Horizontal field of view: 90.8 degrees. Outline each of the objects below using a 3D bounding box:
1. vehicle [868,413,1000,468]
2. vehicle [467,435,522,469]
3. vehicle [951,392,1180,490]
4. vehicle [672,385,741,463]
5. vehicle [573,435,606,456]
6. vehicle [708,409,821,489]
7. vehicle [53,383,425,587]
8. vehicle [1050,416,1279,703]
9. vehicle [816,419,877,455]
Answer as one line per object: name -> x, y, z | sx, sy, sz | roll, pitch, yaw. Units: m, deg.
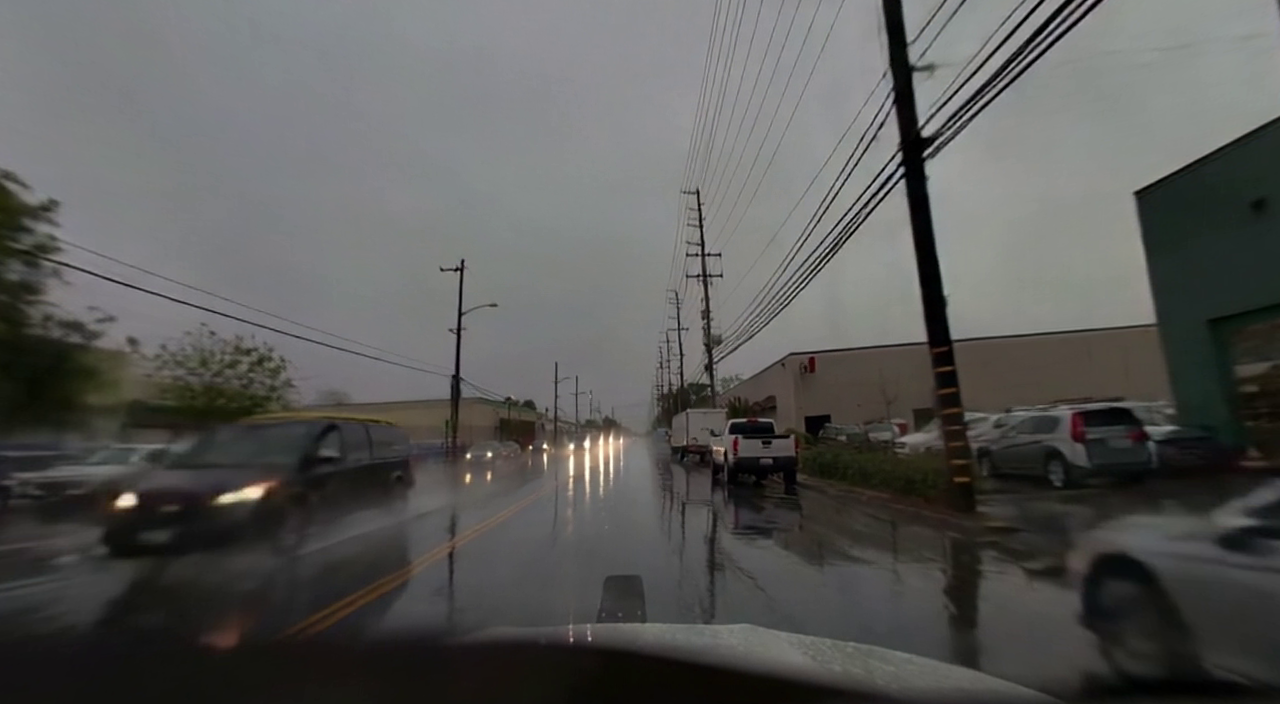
vehicle -> 9.109, 2.818, 20.054 | 1.851, 1.541, 4.336 | 0, -8, -4
vehicle -> -8.324, 5.770, 36.549 | 1.954, 1.622, 4.761 | -5, -8, -1
vehicle -> 9.302, 2.047, 14.495 | 1.985, 1.858, 4.831 | -1, -8, 2
vehicle -> 3.455, 4.121, 35.062 | 2.874, 3.757, 8.612 | 0, -8, 0
vehicle -> -3.904, 7.343, 49.521 | 2.020, 1.528, 4.258 | -1, -8, 3
vehicle -> 3.518, 2.932, 19.300 | 2.249, 2.026, 6.211 | 0, -8, 1
vehicle -> -4.900, 1.691, 8.902 | 2.254, 1.963, 4.823 | -2, -8, -3
vehicle -> 3.608, 0.843, 1.566 | 1.974, 1.455, 4.776 | 0, -8, 0
vehicle -> 10.477, 4.401, 32.433 | 2.040, 1.722, 4.502 | -1, -8, 6
